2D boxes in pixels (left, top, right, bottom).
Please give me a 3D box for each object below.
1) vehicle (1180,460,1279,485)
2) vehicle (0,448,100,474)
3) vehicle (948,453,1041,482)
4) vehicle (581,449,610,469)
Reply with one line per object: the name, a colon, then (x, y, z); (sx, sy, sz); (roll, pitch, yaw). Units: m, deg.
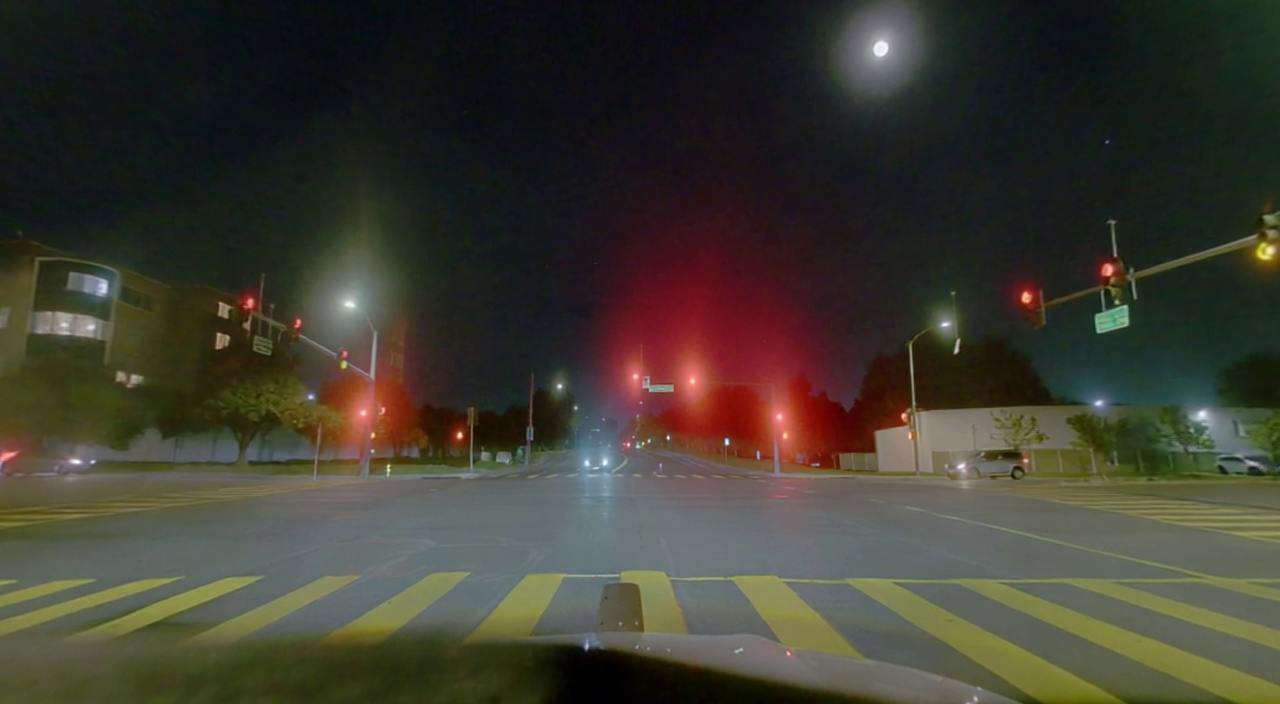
vehicle: (36.223, 7.307, 38.297); (4.976, 1.428, 1.929); (0, -9, -2)
vehicle: (-35.141, 6.414, 37.186); (4.741, 1.447, 1.807); (0, -9, 0)
vehicle: (21.100, 6.878, 37.587); (4.447, 1.623, 1.801); (0, -9, -3)
vehicle: (-3.448, 8.357, 49.222); (1.908, 1.441, 4.142); (0, -8, 1)
